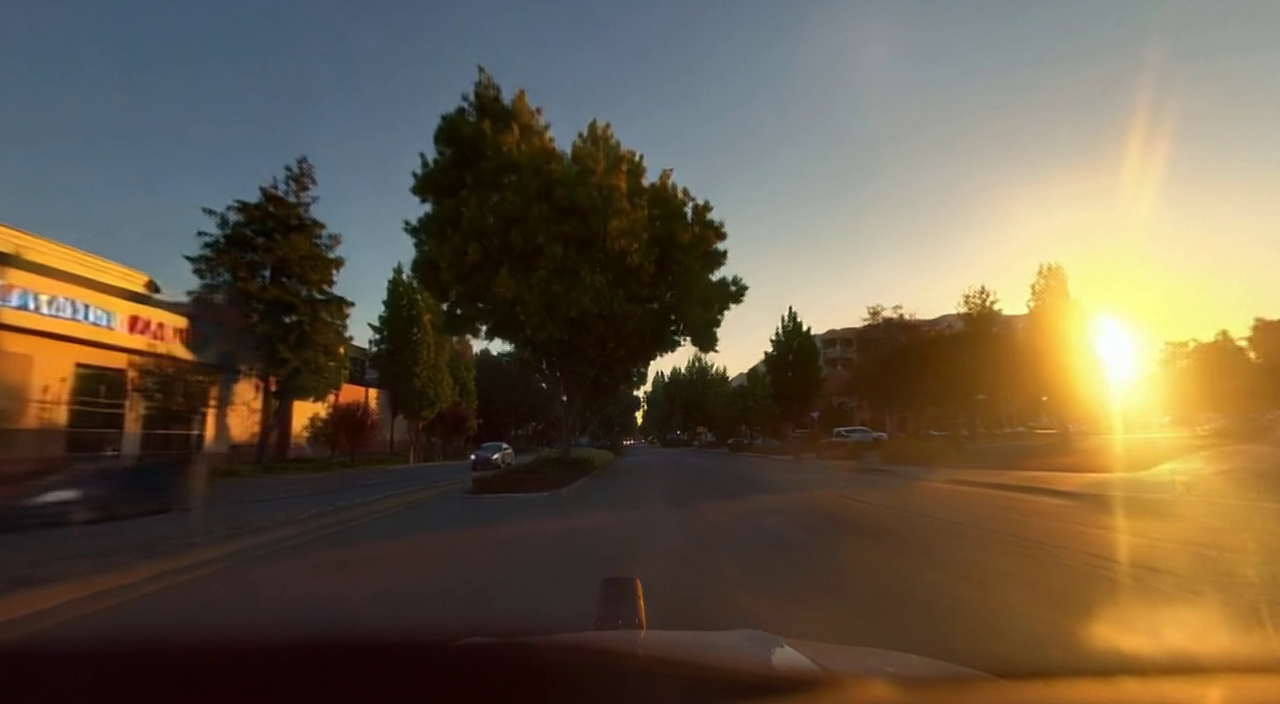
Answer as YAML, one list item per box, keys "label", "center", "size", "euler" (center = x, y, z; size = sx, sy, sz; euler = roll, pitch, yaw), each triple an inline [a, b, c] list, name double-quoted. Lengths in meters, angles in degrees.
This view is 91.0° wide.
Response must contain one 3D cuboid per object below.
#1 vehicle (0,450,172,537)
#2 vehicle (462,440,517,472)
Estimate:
- label: "vehicle"
  center: [-12.178, 2.767, 12.863]
  size: [1.921, 1.490, 4.242]
  euler: [0, -9, 0]
- label: "vehicle"
  center: [-8.527, 5.900, 36.071]
  size: [2.046, 1.700, 4.439]
  euler: [0, -8, 1]
